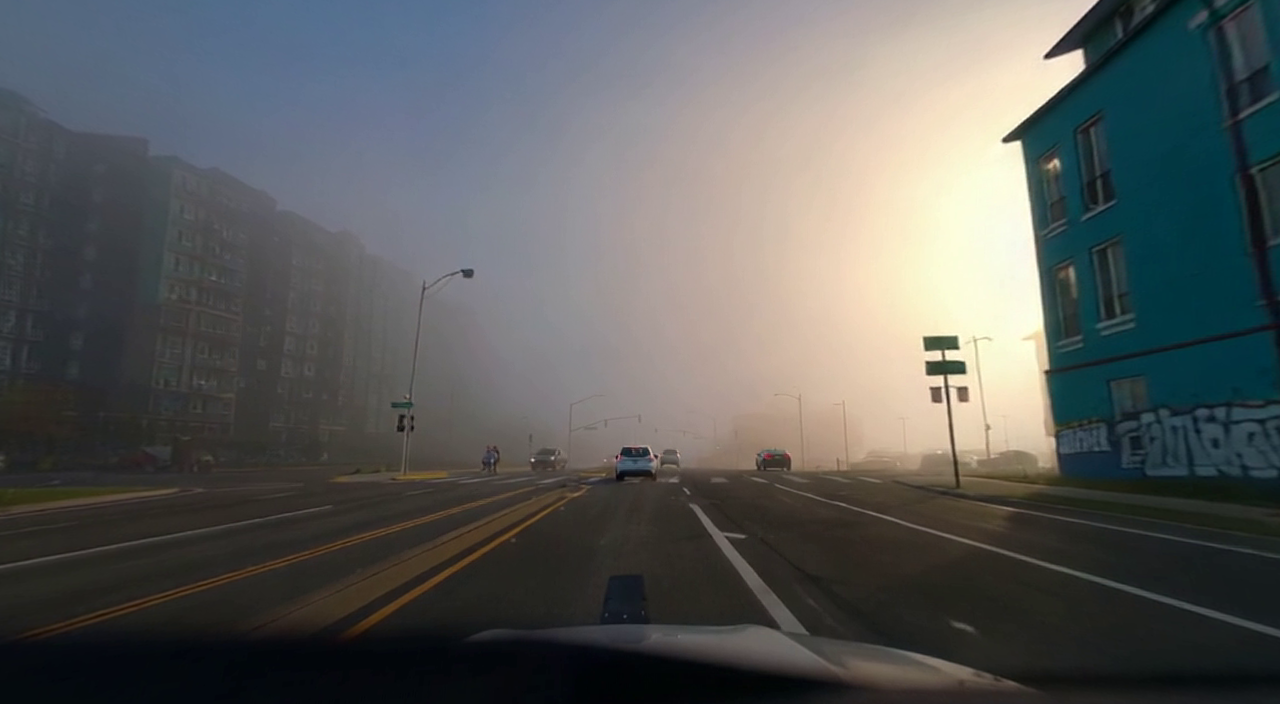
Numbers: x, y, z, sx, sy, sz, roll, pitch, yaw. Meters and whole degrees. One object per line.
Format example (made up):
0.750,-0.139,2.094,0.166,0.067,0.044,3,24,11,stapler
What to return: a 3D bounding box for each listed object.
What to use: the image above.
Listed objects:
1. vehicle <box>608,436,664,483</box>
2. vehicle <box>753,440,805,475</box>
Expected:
-0.171,4.558,26.979,2.160,1.786,4.702,0,-9,0,vehicle
7.470,5.674,34.293,1.952,1.749,4.311,-1,-9,2,vehicle
